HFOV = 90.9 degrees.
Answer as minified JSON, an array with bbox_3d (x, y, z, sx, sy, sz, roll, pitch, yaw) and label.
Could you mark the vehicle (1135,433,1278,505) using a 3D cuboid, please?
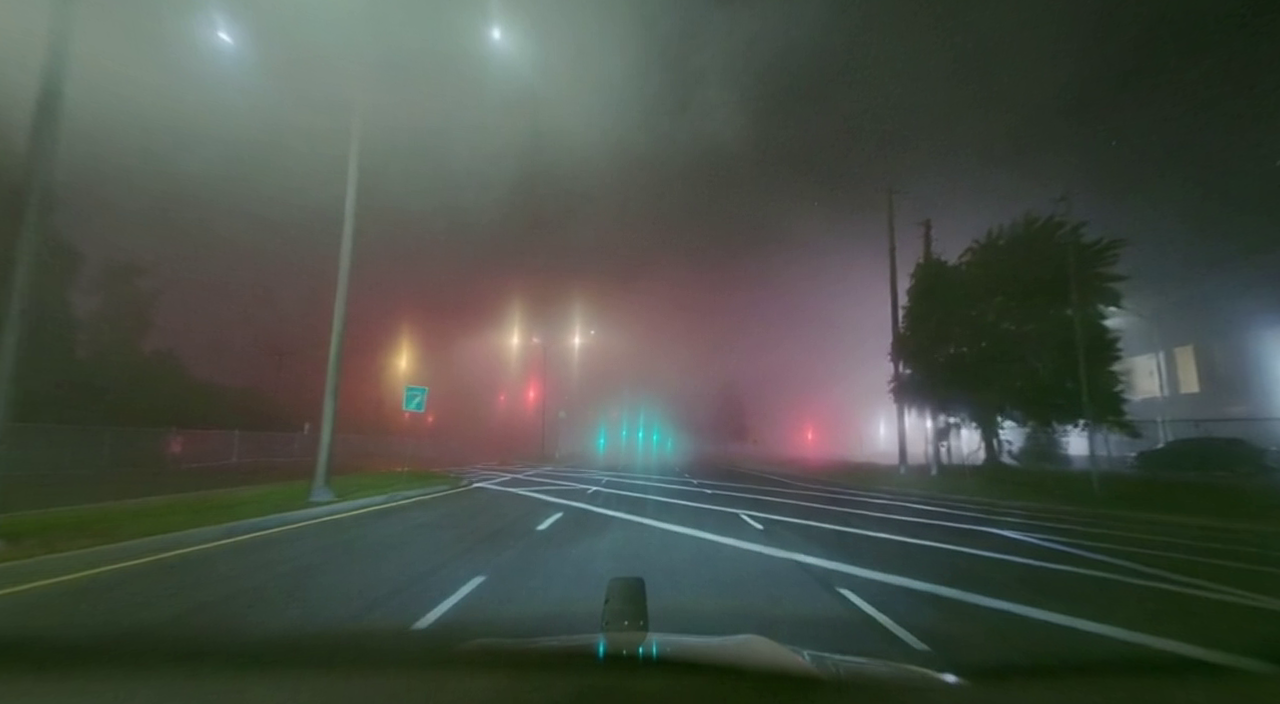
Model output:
[{"bbox_3d":[15.911,3.254,17.927,1.800,1.840,2.969,-3,-9,17],"label":"vehicle"}]
